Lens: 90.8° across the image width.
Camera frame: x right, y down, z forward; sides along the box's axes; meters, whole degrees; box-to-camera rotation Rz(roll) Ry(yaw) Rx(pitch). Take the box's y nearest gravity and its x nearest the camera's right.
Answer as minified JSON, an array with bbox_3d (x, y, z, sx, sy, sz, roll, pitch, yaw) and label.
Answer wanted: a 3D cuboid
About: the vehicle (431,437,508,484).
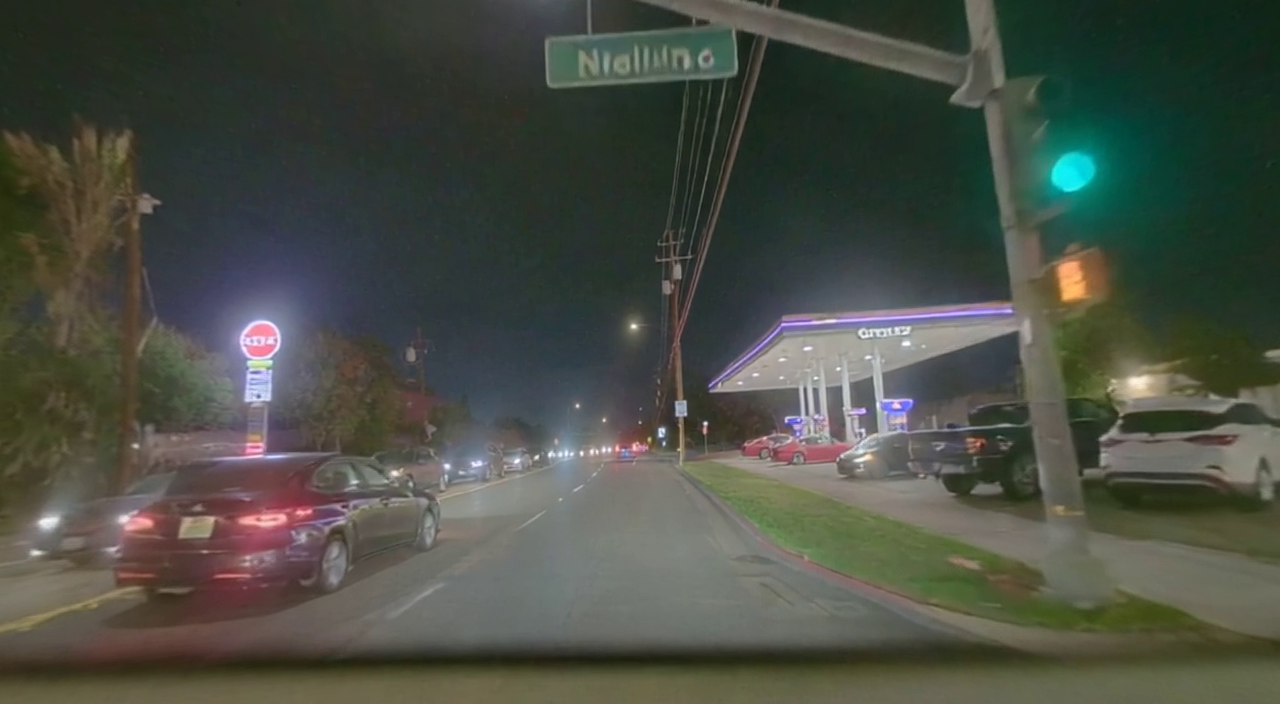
[{"bbox_3d":[-6.961,4.495,26.415,1.877,1.742,4.919,0,-9,0],"label":"vehicle"}]

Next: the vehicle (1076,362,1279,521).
[{"bbox_3d":[8.594,1.310,9.243,3.353,1.885,2.229,4,-10,-29],"label":"vehicle"}]

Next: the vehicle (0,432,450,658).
[{"bbox_3d":[-3.588,1.600,6.413,1.943,1.455,4.414,0,-9,0],"label":"vehicle"}]

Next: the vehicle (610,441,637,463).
[{"bbox_3d":[-1.139,7.228,45.677,1.909,1.482,4.390,0,-9,0],"label":"vehicle"}]

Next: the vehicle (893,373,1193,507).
[{"bbox_3d":[7.875,1.713,12.289,5.441,2.056,2.552,5,-10,-30],"label":"vehicle"}]
